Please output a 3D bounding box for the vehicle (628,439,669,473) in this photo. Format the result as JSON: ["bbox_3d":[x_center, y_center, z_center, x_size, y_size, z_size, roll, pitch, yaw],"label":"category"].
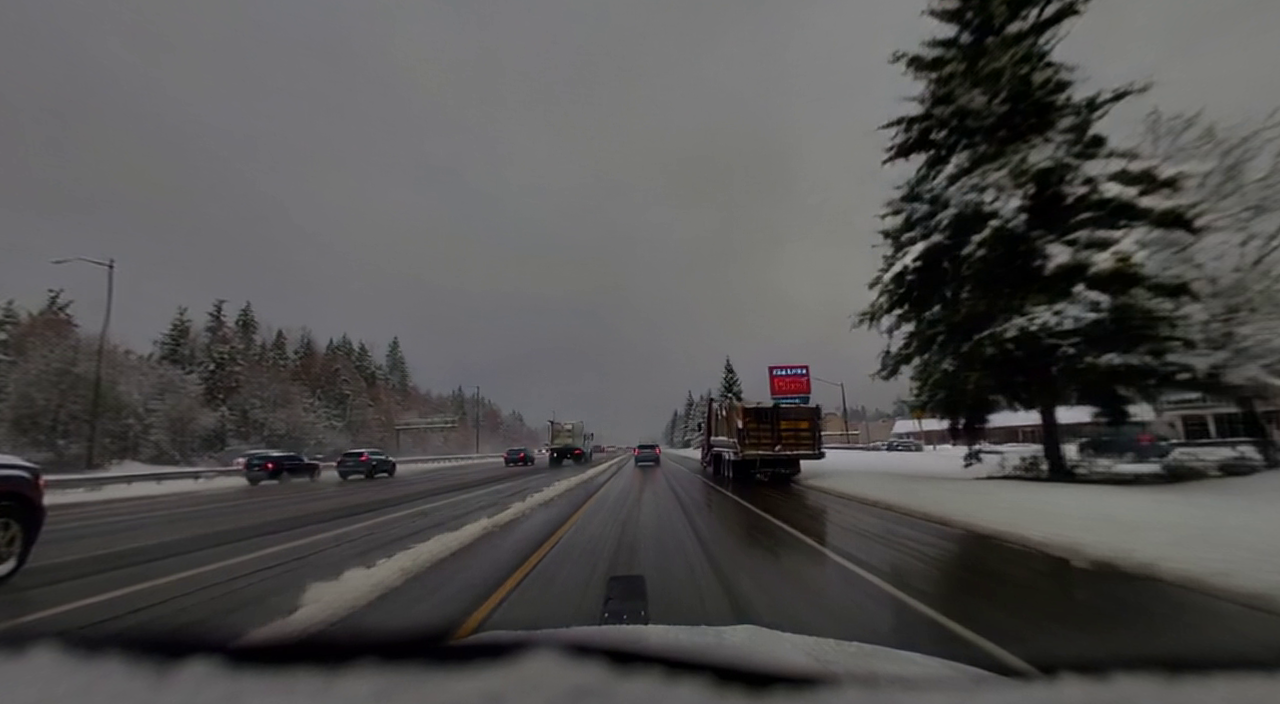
[{"bbox_3d":[0.489,5.940,36.315,2.227,1.794,4.646,0,-8,1],"label":"vehicle"}]

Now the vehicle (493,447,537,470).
[{"bbox_3d":[-8.689,7.410,44.168,1.929,1.477,4.746,-1,-8,2],"label":"vehicle"}]

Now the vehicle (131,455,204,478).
[{"bbox_3d":[-36.197,8.739,48.456,1.988,1.560,4.517,-1,-8,2],"label":"vehicle"}]

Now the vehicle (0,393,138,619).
[{"bbox_3d":[-6.281,1.088,4.038,2.200,1.793,4.586,-1,-8,2],"label":"vehicle"}]

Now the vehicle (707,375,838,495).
[{"bbox_3d":[4.958,3.585,26.618,2.801,3.732,11.836,-4,-9,0],"label":"vehicle"}]

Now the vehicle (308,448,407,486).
[{"bbox_3d":[-12.220,4.992,27.685,1.928,1.480,4.823,-1,-8,2],"label":"vehicle"}]

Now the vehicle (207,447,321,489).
[{"bbox_3d":[-15.910,4.908,27.006,1.885,1.591,4.599,-1,-8,2],"label":"vehicle"}]
